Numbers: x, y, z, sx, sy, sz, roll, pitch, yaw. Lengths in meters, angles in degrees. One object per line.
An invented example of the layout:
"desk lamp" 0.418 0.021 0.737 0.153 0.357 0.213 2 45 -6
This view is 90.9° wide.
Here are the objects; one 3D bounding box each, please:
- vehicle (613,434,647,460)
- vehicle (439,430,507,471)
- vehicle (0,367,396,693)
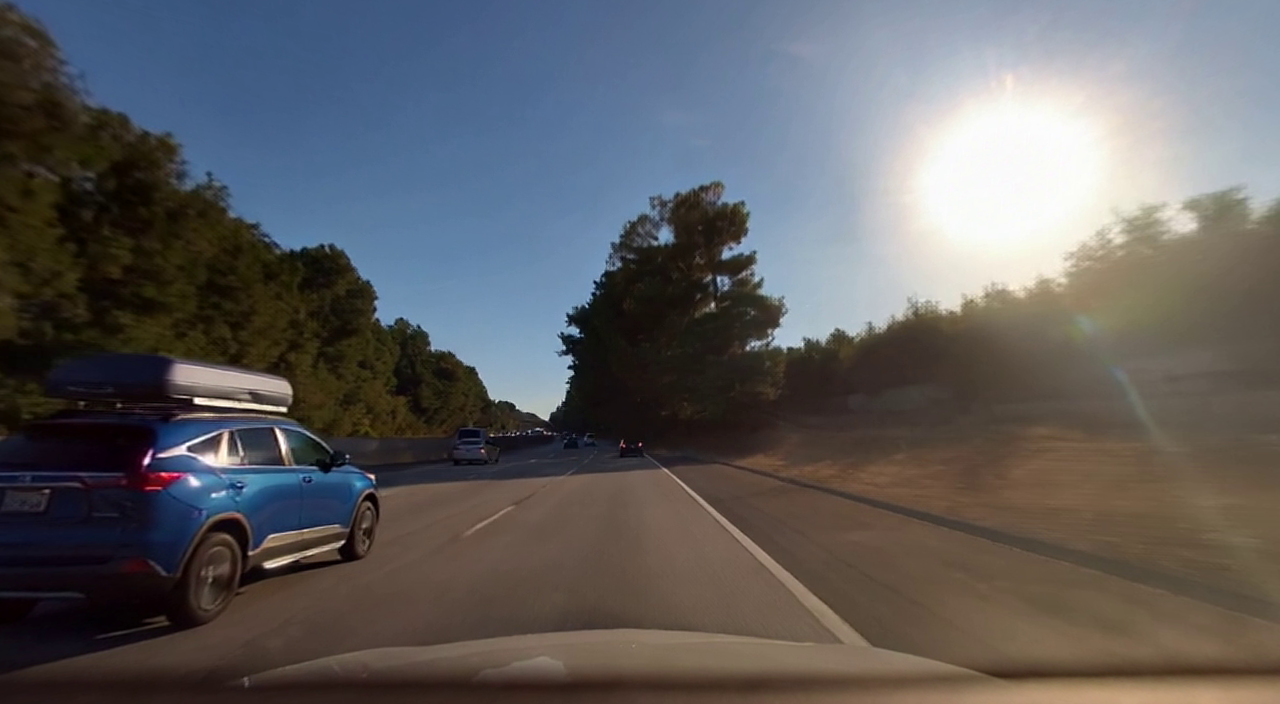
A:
"vehicle" -0.678 6.352 42.267 2.178 1.658 3.916 0 -7 -1
"vehicle" -7.722 4.567 29.606 1.964 1.745 4.338 0 -8 1
"vehicle" -4.188 1.260 5.772 2.069 1.748 4.652 0 -8 -1
